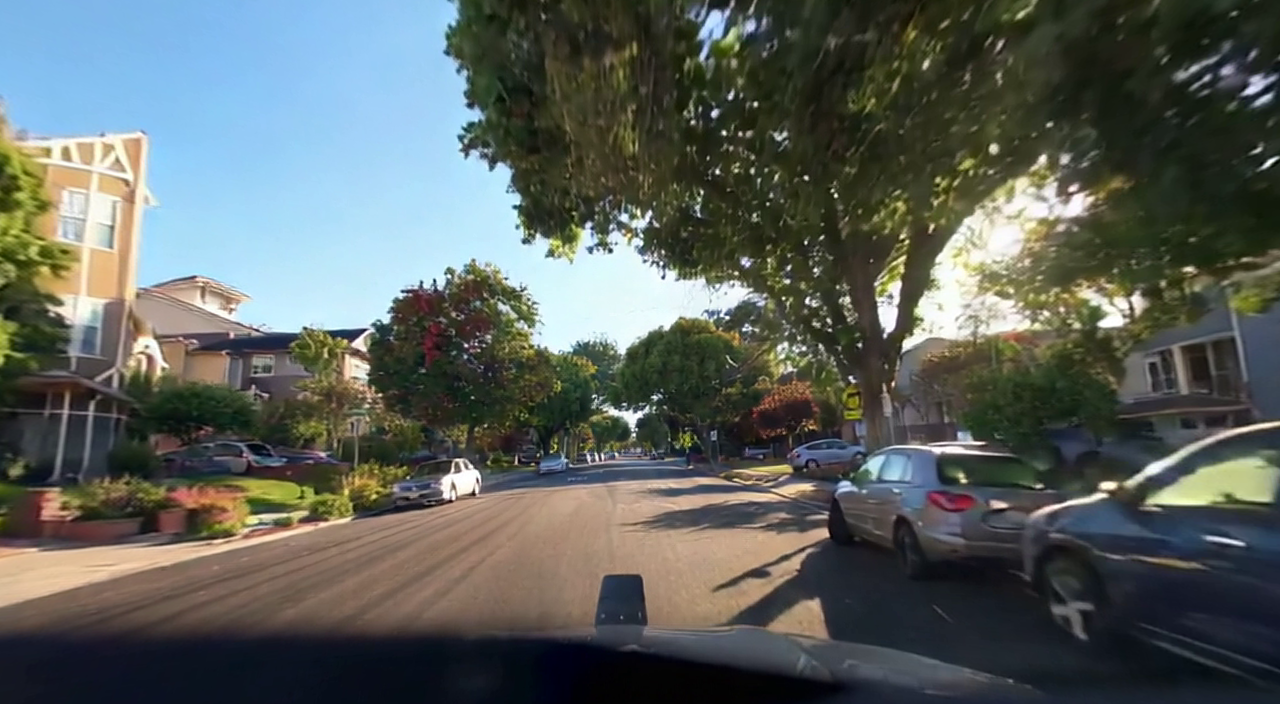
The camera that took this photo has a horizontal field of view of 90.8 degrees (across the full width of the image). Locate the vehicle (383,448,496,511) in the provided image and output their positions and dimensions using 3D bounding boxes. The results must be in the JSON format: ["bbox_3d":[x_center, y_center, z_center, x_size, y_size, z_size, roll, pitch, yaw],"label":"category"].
[{"bbox_3d":[-6.156,3.920,19.977,2.022,1.550,4.669,-4,-8,0],"label":"vehicle"}]

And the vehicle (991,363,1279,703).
[{"bbox_3d":[3.701,0.886,2.381,2.091,1.731,4.410,0,-9,-2],"label":"vehicle"}]

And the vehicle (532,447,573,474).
[{"bbox_3d":[-6.341,7.943,46.414,2.162,1.757,5.201,-2,-9,1],"label":"vehicle"}]

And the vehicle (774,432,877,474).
[{"bbox_3d":[10.114,5.534,34.701,4.822,1.864,2.100,-3,-8,-5],"label":"vehicle"}]

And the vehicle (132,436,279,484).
[{"bbox_3d":[-17.119,4.249,25.138,4.123,1.787,2.194,1,-9,-8],"label":"vehicle"}]
